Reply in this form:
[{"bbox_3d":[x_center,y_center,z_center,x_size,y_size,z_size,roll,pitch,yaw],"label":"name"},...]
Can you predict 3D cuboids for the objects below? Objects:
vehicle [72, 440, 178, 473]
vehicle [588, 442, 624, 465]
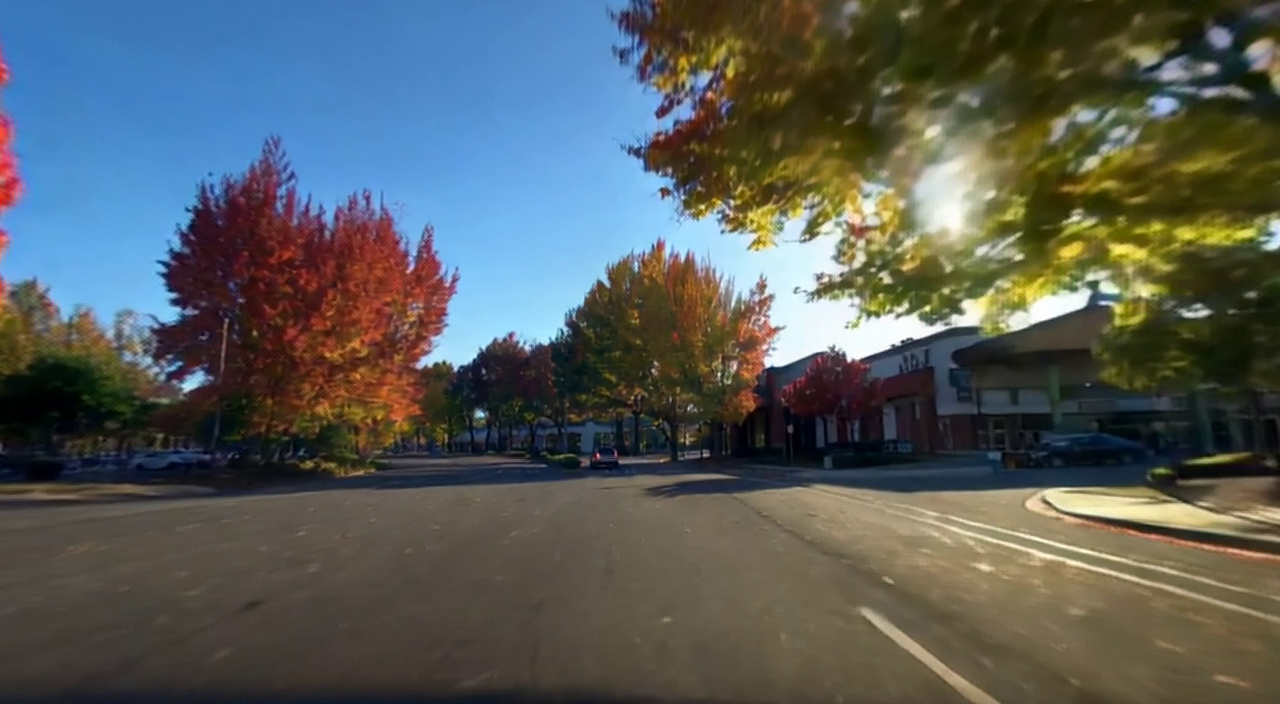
[{"bbox_3d":[-35.681,7.303,43.791,5.135,1.689,2.269,-3,-11,-15],"label":"vehicle"},{"bbox_3d":[-2.403,7.057,44.138,2.018,1.512,4.304,1,-8,-10],"label":"vehicle"}]
